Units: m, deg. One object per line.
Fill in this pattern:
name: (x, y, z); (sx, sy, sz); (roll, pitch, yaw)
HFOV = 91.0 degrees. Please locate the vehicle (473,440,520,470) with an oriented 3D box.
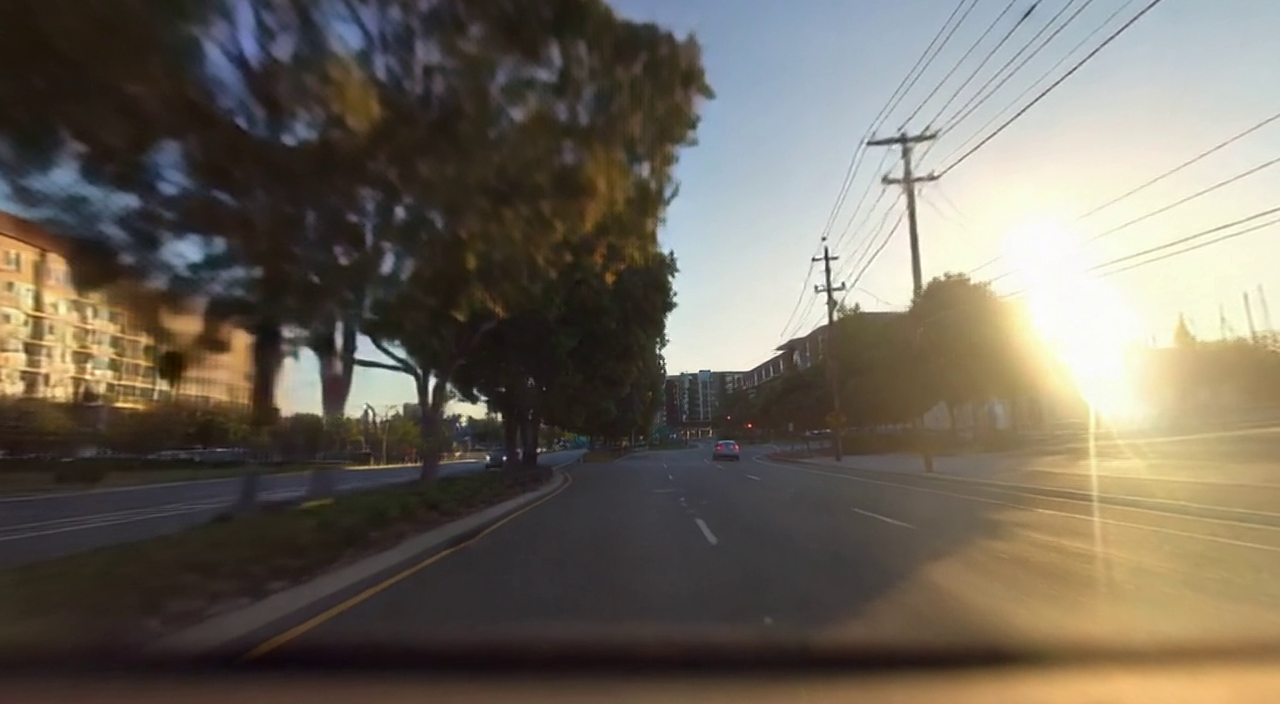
vehicle: (-9.575, 6.912, 42.471); (2.041, 1.829, 4.797); (0, -8, 0)

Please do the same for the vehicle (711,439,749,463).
vehicle: (5.810, 6.426, 41.071); (1.908, 1.476, 3.880); (0, -8, 0)
